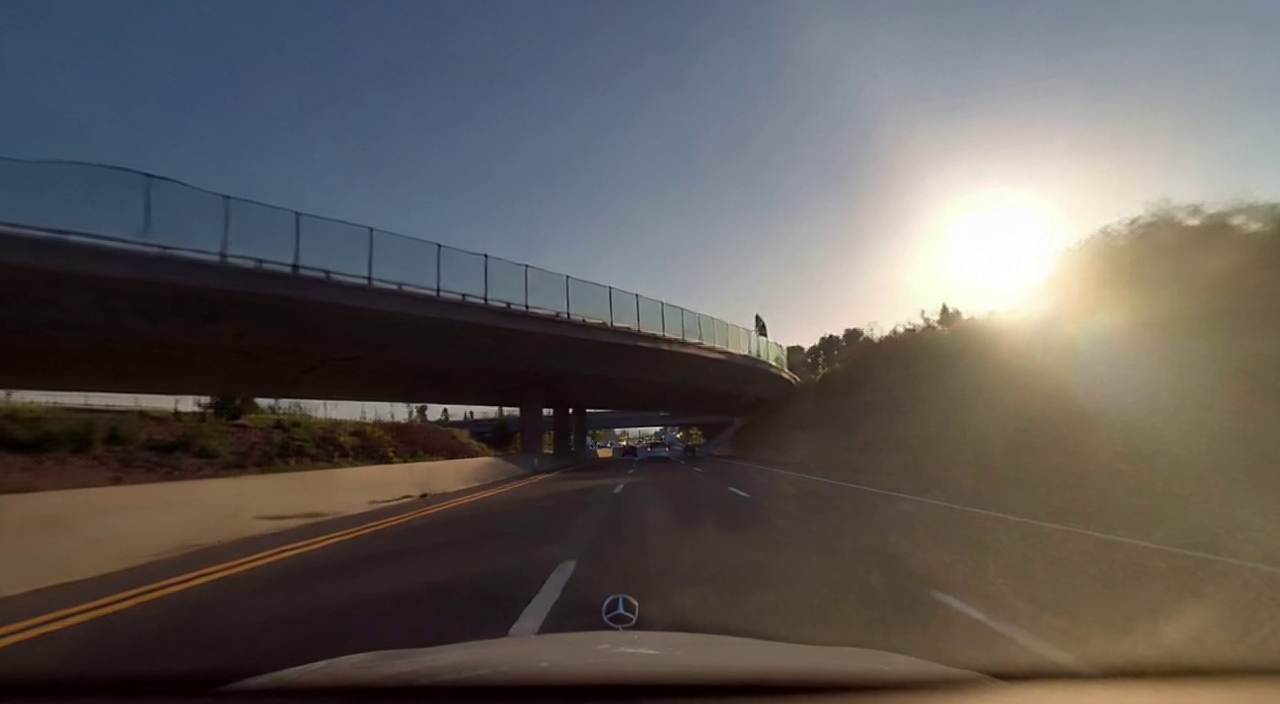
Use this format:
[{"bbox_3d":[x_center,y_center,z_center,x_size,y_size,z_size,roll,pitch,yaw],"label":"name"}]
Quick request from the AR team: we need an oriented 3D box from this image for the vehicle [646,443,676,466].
[{"bbox_3d":[1.445,7.359,45.118,1.970,1.560,4.182,0,-9,-1],"label":"vehicle"}]
